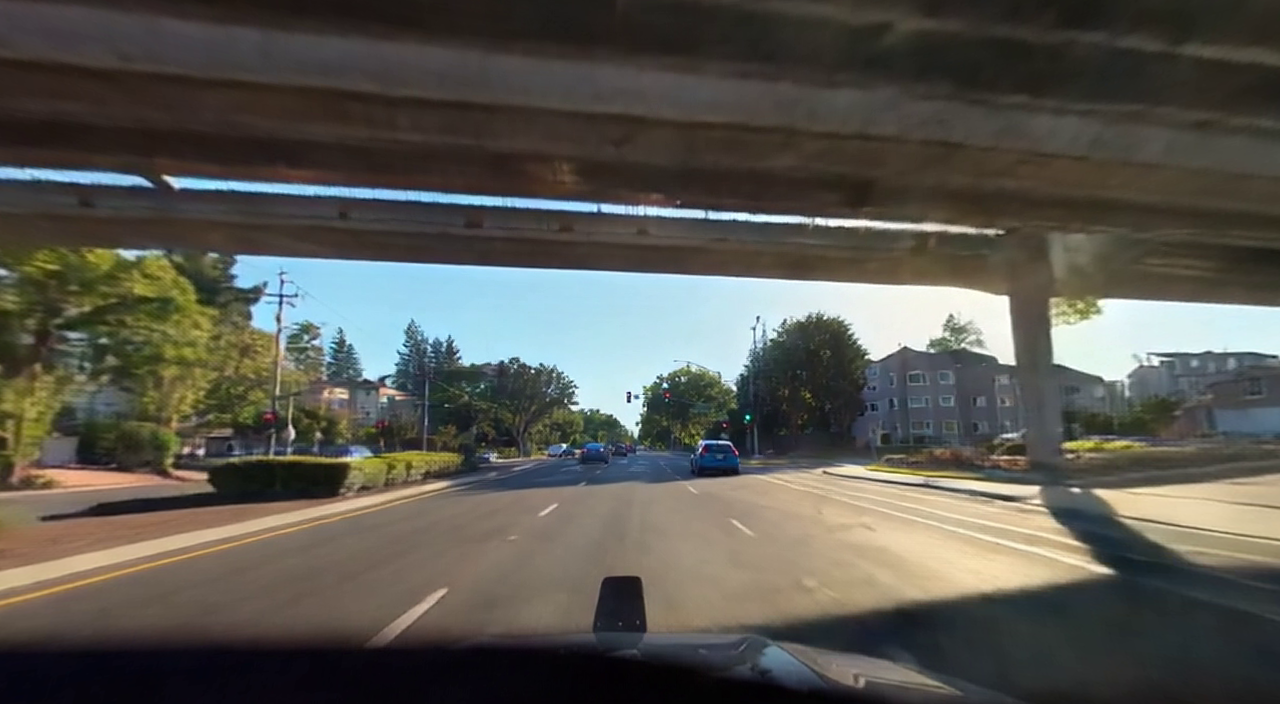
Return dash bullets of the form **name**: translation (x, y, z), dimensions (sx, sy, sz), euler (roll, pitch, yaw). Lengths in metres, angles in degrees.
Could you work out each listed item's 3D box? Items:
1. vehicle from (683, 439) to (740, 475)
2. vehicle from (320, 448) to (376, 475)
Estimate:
- **vehicle**: translation (3.249, 4.875, 29.581), dimensions (2.068, 1.497, 4.247), euler (0, -8, -2)
- **vehicle**: translation (-20.522, 7.700, 44.555), dimensions (1.918, 1.790, 4.081), euler (0, -8, 0)
